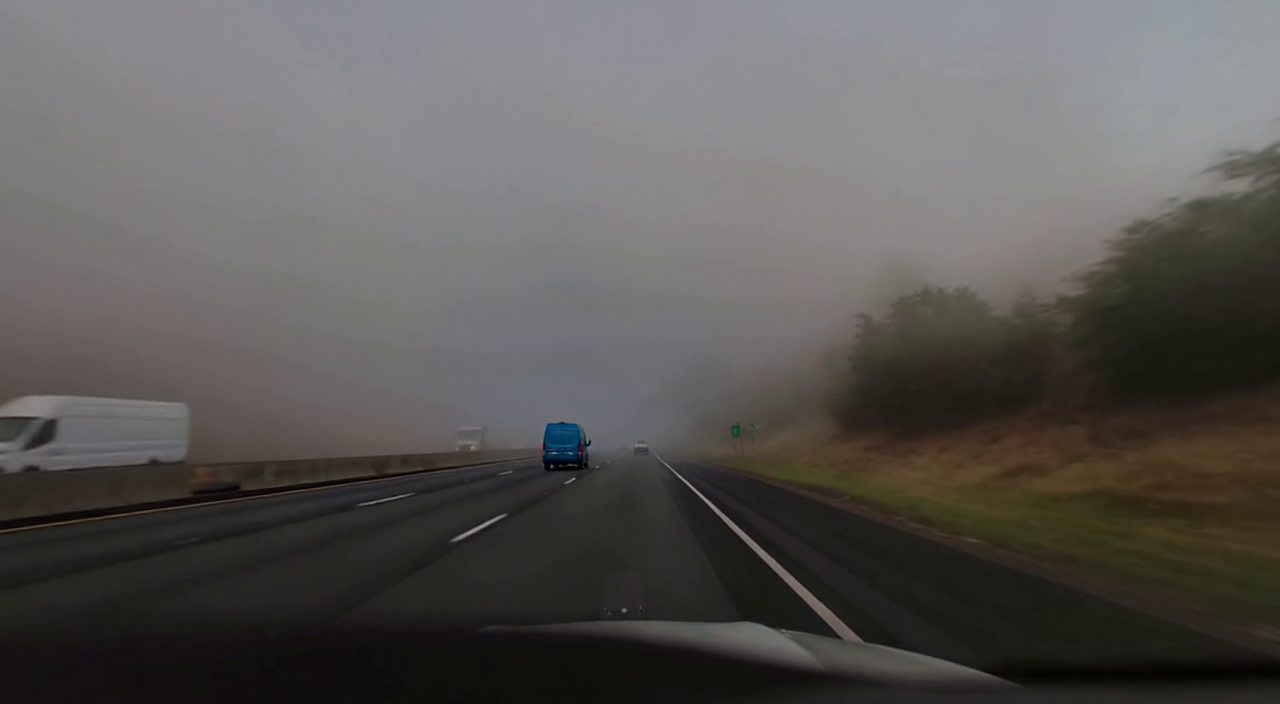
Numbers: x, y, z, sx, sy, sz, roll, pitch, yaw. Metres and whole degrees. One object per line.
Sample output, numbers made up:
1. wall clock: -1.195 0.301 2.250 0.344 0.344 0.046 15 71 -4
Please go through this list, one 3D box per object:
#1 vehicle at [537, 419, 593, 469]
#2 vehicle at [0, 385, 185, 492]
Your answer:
1. vehicle: -3.952 4.981 34.012 2.329 2.483 5.428 0 -8 0
2. vehicle: -23.627 3.558 25.674 2.972 3.686 9.345 0 -8 1
